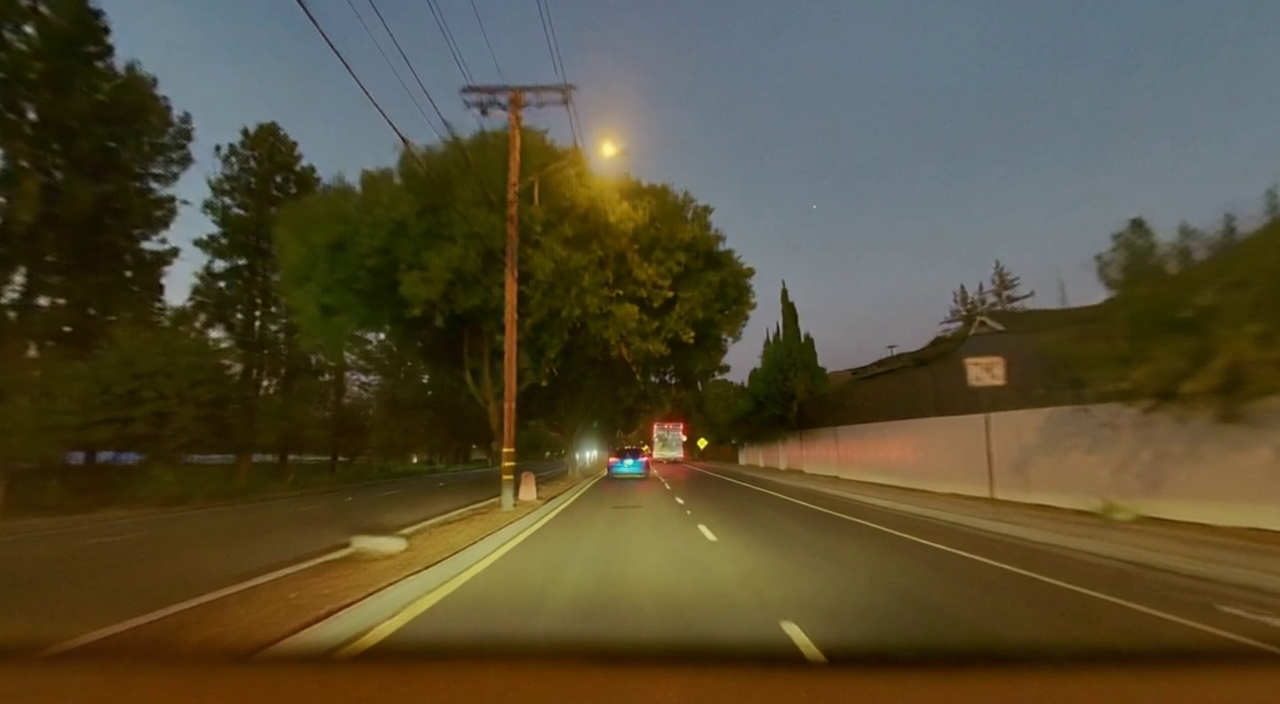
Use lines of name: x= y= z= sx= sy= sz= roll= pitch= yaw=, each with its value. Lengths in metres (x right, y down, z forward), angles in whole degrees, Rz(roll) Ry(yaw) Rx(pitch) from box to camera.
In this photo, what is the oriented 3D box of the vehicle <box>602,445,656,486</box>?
vehicle: x=-0.411 y=4.592 z=25.833 sx=2.018 sy=1.511 sz=3.993 roll=0 pitch=-9 yaw=0
